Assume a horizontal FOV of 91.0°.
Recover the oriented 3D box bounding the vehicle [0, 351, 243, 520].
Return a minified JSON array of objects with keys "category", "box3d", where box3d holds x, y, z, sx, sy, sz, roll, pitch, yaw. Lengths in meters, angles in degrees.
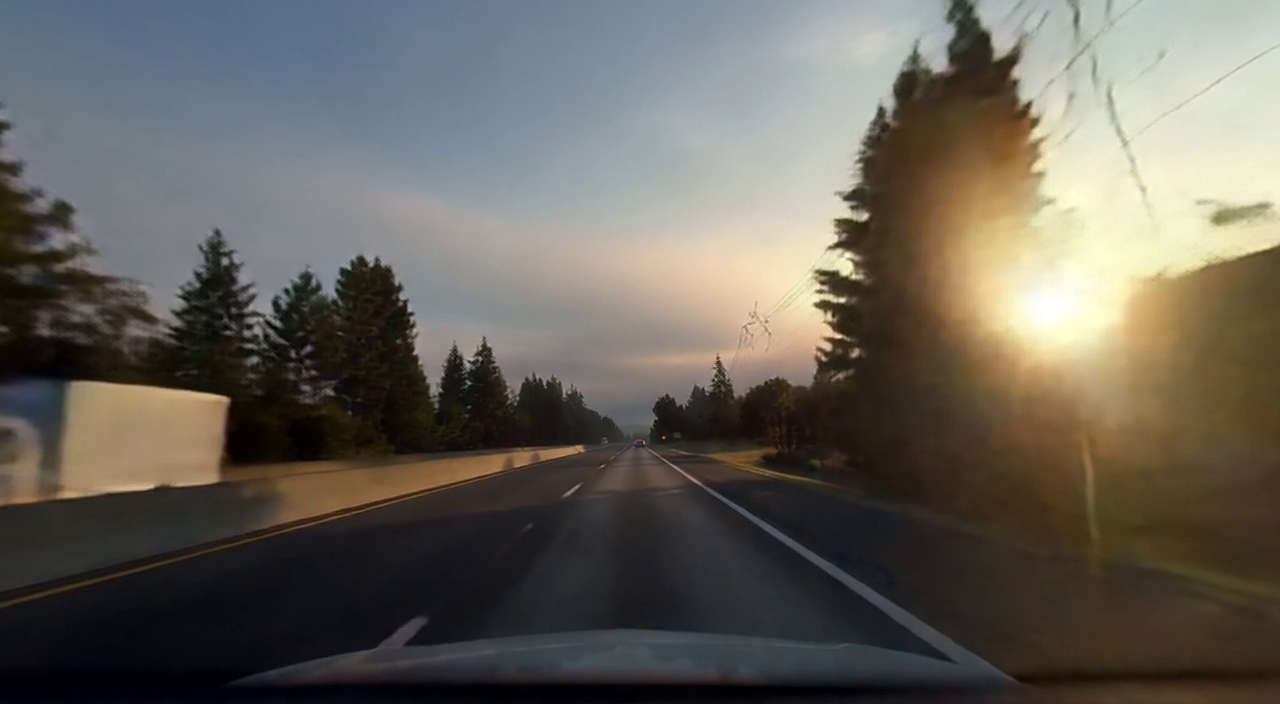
[{"category":"vehicle","box3d":[-14.756,2.231,16.543,2.906,3.478,8.700,0,-8,0]}]
